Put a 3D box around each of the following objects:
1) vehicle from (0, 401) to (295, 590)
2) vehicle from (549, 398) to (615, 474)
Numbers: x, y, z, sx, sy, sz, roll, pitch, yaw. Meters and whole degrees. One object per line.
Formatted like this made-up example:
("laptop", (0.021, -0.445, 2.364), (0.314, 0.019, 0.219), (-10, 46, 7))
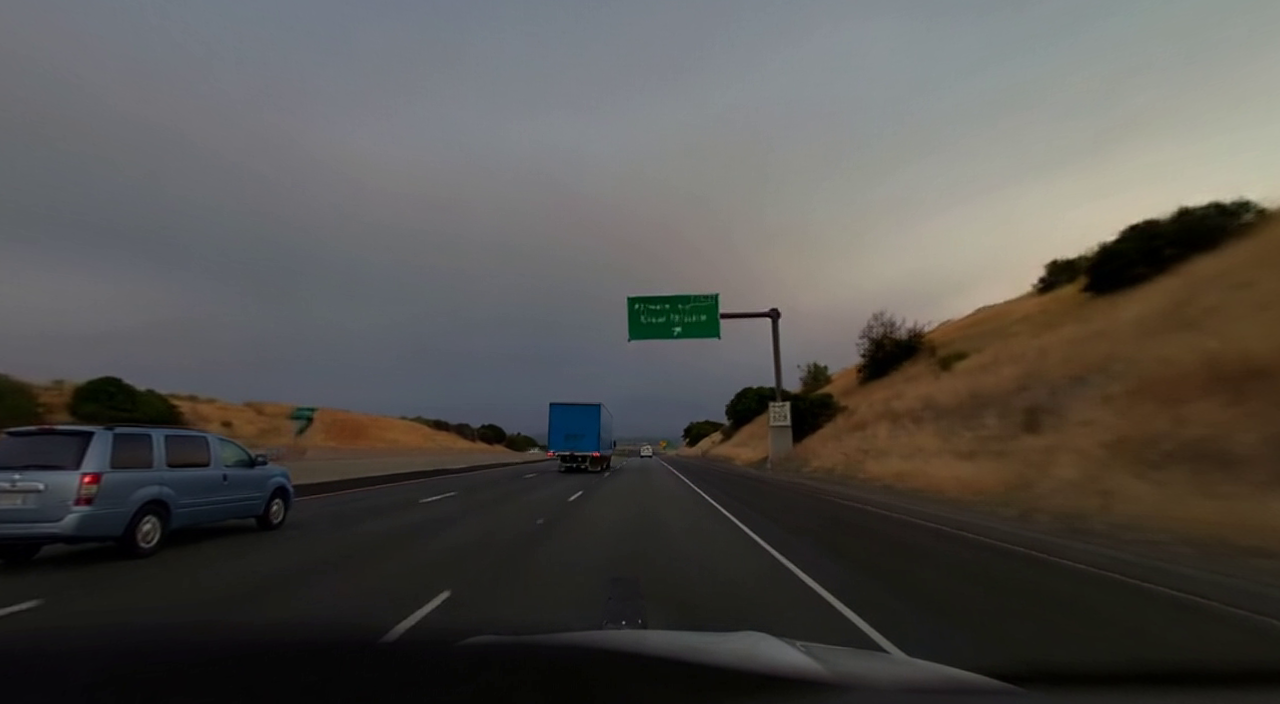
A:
("vehicle", (-7.404, 1.793, 8.806), (2.175, 1.860, 5.236), (0, -8, 0))
("vehicle", (-3.445, 5.643, 41.750), (2.893, 4.073, 15.281), (0, -8, 0))
